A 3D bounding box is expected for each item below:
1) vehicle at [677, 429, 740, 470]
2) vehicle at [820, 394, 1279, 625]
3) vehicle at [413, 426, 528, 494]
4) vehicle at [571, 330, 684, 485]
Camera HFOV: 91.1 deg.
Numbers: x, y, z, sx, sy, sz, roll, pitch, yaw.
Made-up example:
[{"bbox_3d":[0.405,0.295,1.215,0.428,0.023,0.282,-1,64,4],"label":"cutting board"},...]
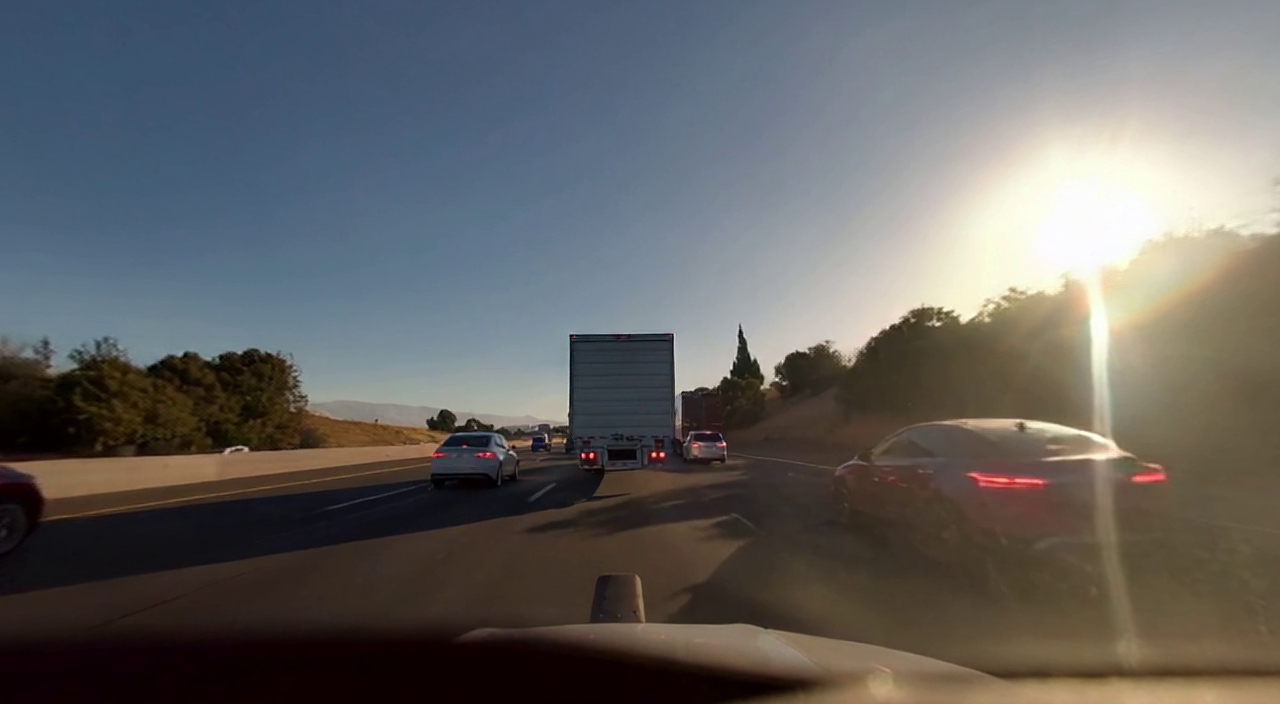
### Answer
[{"bbox_3d":[2.708,3.968,25.831,1.976,1.513,4.065,0,-8,-2],"label":"vehicle"},{"bbox_3d":[3.458,1.333,6.353,1.945,1.529,4.129,0,-8,-2],"label":"vehicle"},{"bbox_3d":[-4.123,2.670,15.945,1.882,1.493,3.828,0,-8,-1],"label":"vehicle"},{"bbox_3d":[-0.505,2.086,21.430,2.938,4.033,9.980,0,-8,-2],"label":"vehicle"}]
